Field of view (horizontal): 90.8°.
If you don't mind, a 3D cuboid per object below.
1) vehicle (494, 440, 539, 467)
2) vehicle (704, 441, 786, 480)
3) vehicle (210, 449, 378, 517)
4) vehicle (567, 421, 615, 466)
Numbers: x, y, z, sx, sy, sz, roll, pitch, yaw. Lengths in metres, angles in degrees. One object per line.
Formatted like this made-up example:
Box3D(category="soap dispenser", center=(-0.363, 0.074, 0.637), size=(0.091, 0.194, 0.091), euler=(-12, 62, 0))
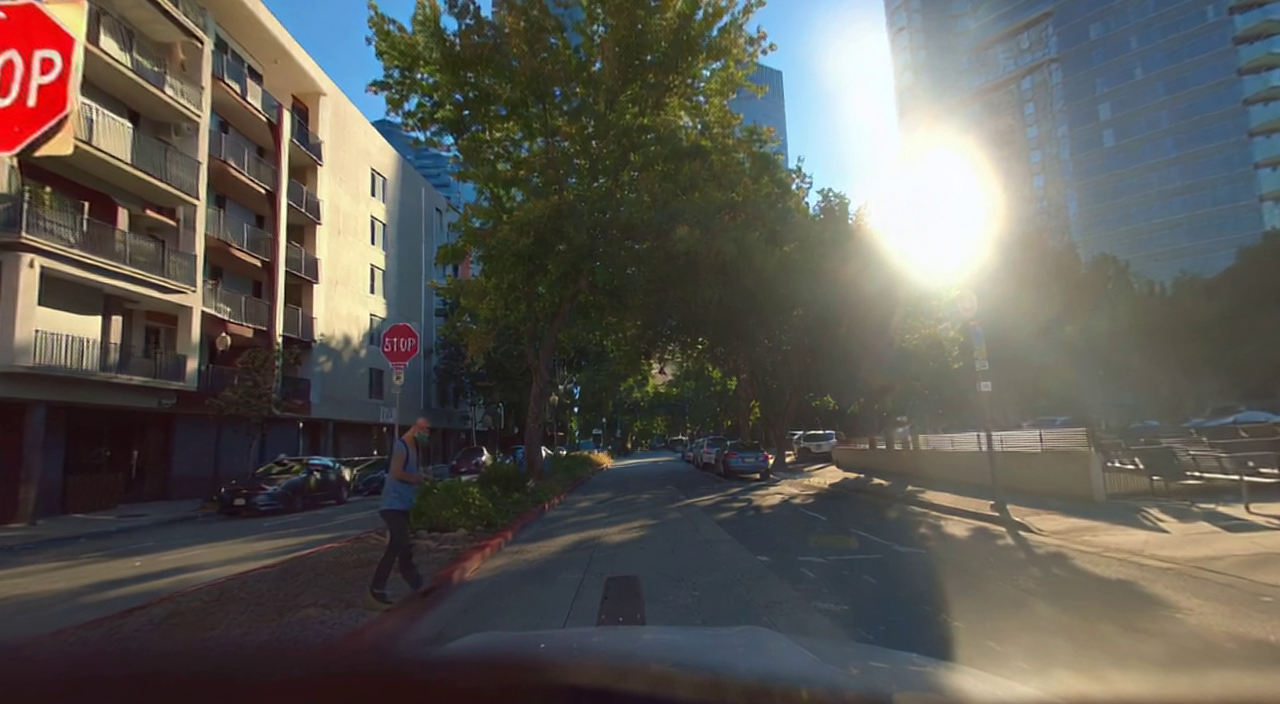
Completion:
Box3D(category="vehicle", center=(-8.843, 7.329, 45.723), size=(2.256, 1.802, 4.333), euler=(0, -8, 2))
Box3D(category="vehicle", center=(4.576, 4.604, 27.096), size=(1.858, 1.491, 4.329), euler=(-5, -10, 33))
Box3D(category="vehicle", center=(-8.793, 3.323, 16.619), size=(2.007, 1.503, 4.343), euler=(0, -8, -1))
Box3D(category="vehicle", center=(-2.982, 5.802, 40.123), size=(2.317, 2.596, 6.053), euler=(0, -8, 3))
